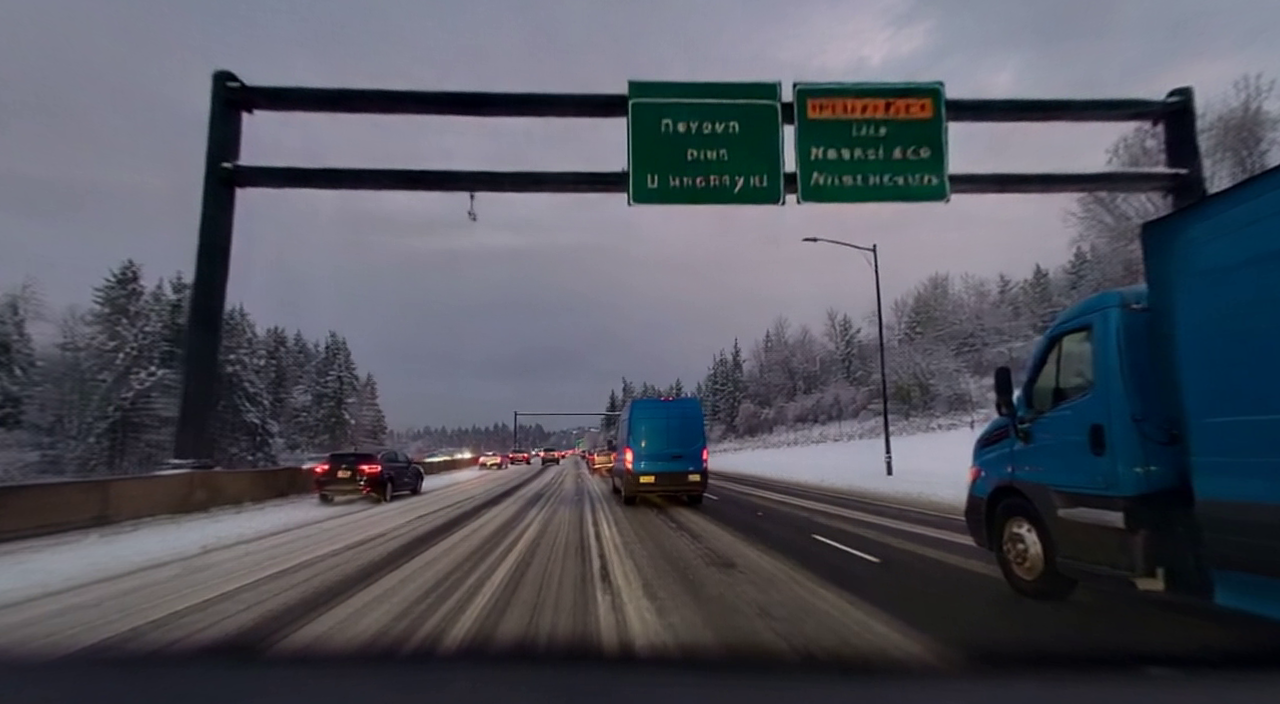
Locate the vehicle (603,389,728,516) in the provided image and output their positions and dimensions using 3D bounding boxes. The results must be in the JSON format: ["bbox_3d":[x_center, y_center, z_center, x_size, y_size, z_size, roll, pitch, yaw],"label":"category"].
[{"bbox_3d":[0.365,2.420,15.307,2.268,2.551,5.144,1,-9,-6],"label":"vehicle"}]

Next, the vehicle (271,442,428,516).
[{"bbox_3d":[-6.776,2.976,15.248,2.003,1.498,4.386,0,-9,-5],"label":"vehicle"}]

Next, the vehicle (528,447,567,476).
[{"bbox_3d":[-5.179,6.175,35.566,2.002,1.536,4.021,1,-9,-6],"label":"vehicle"}]

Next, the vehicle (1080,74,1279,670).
[{"bbox_3d":[5.454,-0.387,0.553,2.800,3.507,9.244,0,-9,-4],"label":"vehicle"}]

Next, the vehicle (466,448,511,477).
[{"bbox_3d":[-8.411,6.160,35.145,2.026,1.506,4.102,1,-9,-7],"label":"vehicle"}]
